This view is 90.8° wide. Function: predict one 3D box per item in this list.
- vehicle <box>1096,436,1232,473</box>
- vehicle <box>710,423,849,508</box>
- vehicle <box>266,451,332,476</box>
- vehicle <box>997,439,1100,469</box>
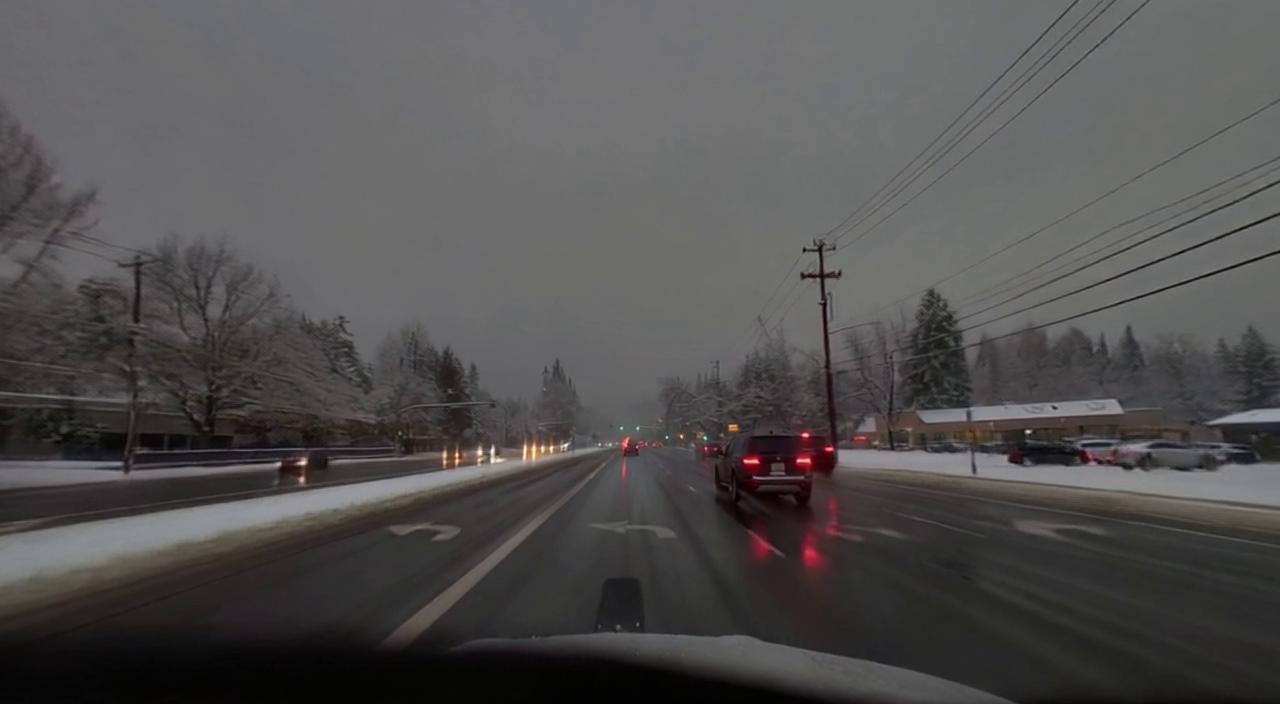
[{"bbox_3d":[24.573,4.815,29.752,4.599,1.647,1.924,0,-8,1],"label":"vehicle"},{"bbox_3d":[3.065,2.599,14.920,2.128,1.699,4.222,0,-8,-3],"label":"vehicle"},{"bbox_3d":[-23.642,7.708,44.045,1.985,1.511,4.772,-1,-8,0],"label":"vehicle"},{"bbox_3d":[24.827,6.206,38.539,4.798,1.699,2.039,0,-8,1],"label":"vehicle"}]
